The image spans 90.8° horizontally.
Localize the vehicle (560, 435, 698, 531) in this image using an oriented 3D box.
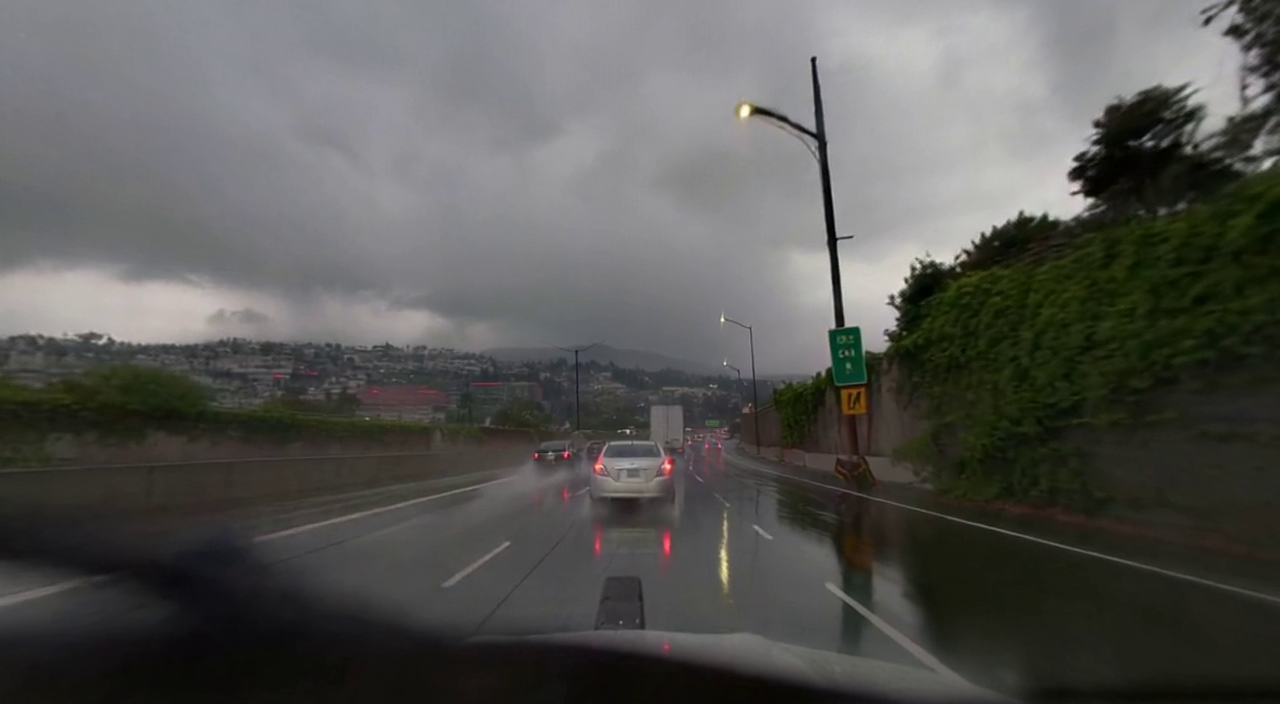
[{"bbox_3d":[-0.142,2.342,11.867,2.136,1.470,3.971,-1,-9,1],"label":"vehicle"}]
